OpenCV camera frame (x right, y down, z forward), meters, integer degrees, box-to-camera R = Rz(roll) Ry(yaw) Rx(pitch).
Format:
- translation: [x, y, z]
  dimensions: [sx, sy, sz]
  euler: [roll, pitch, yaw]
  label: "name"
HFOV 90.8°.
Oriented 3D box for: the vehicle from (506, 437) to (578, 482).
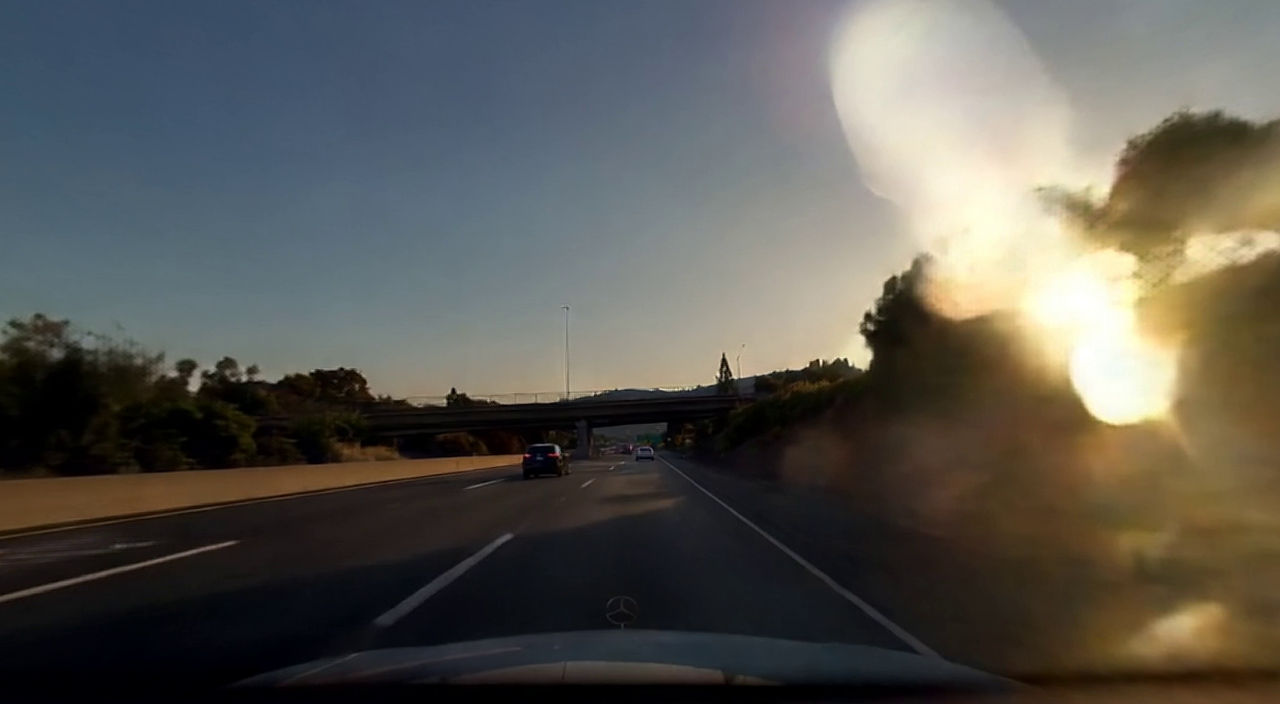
- translation: [-4.139, 4.674, 27.622]
  dimensions: [2.272, 1.759, 5.058]
  euler: [0, -9, 1]
  label: "vehicle"
